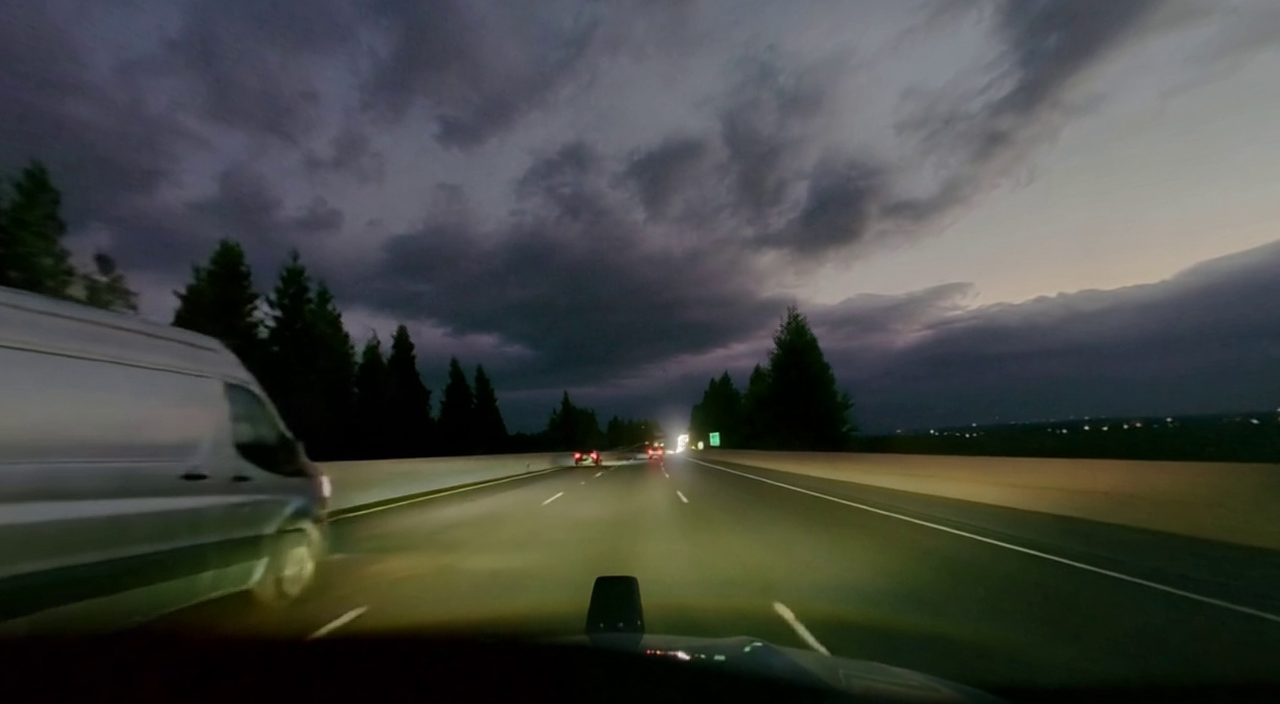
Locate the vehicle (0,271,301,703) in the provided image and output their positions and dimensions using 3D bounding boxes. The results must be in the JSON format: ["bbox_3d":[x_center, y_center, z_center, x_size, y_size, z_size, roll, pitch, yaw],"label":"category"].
[{"bbox_3d":[-3.842,0.646,2.435,2.219,2.033,4.911,0,-9,1],"label":"vehicle"}]

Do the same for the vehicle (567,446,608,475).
[{"bbox_3d":[-2.993,6.307,36.833,1.959,1.571,4.313,0,-9,1],"label":"vehicle"}]
